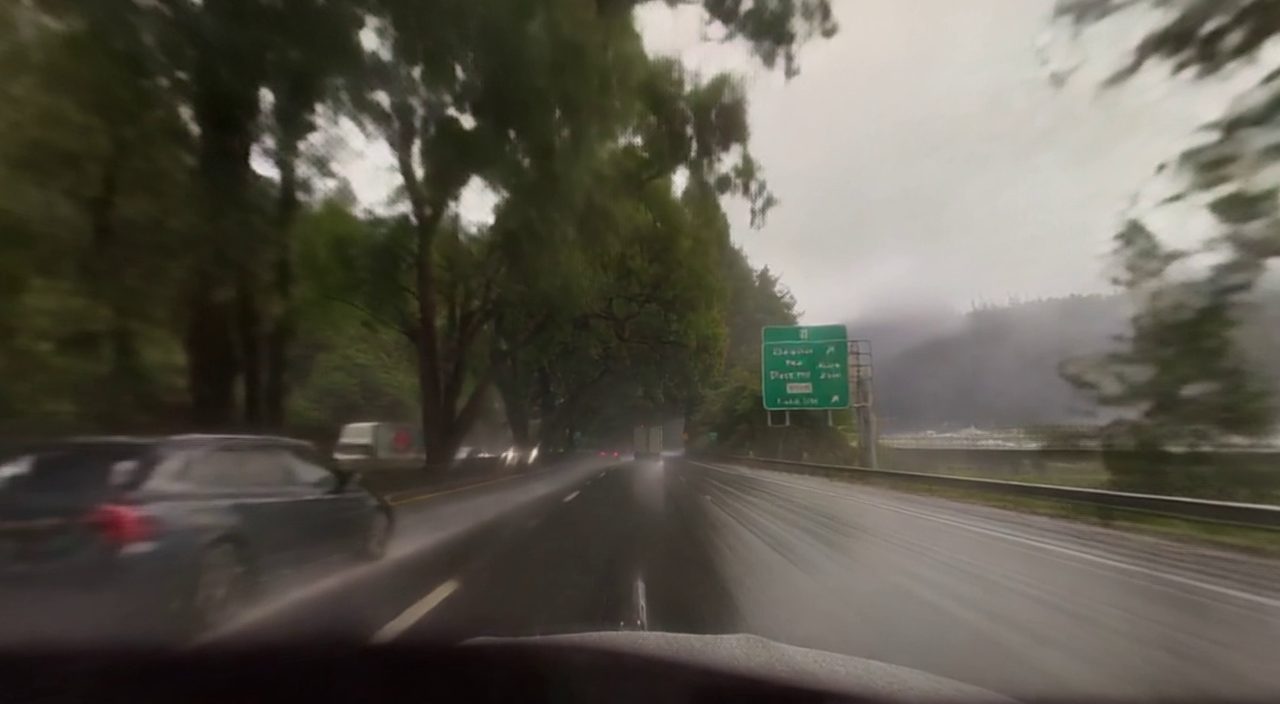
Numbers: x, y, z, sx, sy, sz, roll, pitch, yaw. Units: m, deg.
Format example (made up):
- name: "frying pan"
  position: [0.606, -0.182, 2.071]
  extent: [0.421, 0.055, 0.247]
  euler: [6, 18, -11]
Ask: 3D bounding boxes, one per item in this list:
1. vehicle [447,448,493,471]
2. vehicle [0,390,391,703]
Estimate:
- name: "vehicle"
  position: [-12.065, 7.666, 45.135]
  extent: [2.061, 1.523, 4.144]
  euler: [0, -9, 1]
- name: "vehicle"
  position: [-3.839, 1.249, 4.775]
  extent: [2.027, 1.519, 4.578]
  euler: [0, -9, 0]
